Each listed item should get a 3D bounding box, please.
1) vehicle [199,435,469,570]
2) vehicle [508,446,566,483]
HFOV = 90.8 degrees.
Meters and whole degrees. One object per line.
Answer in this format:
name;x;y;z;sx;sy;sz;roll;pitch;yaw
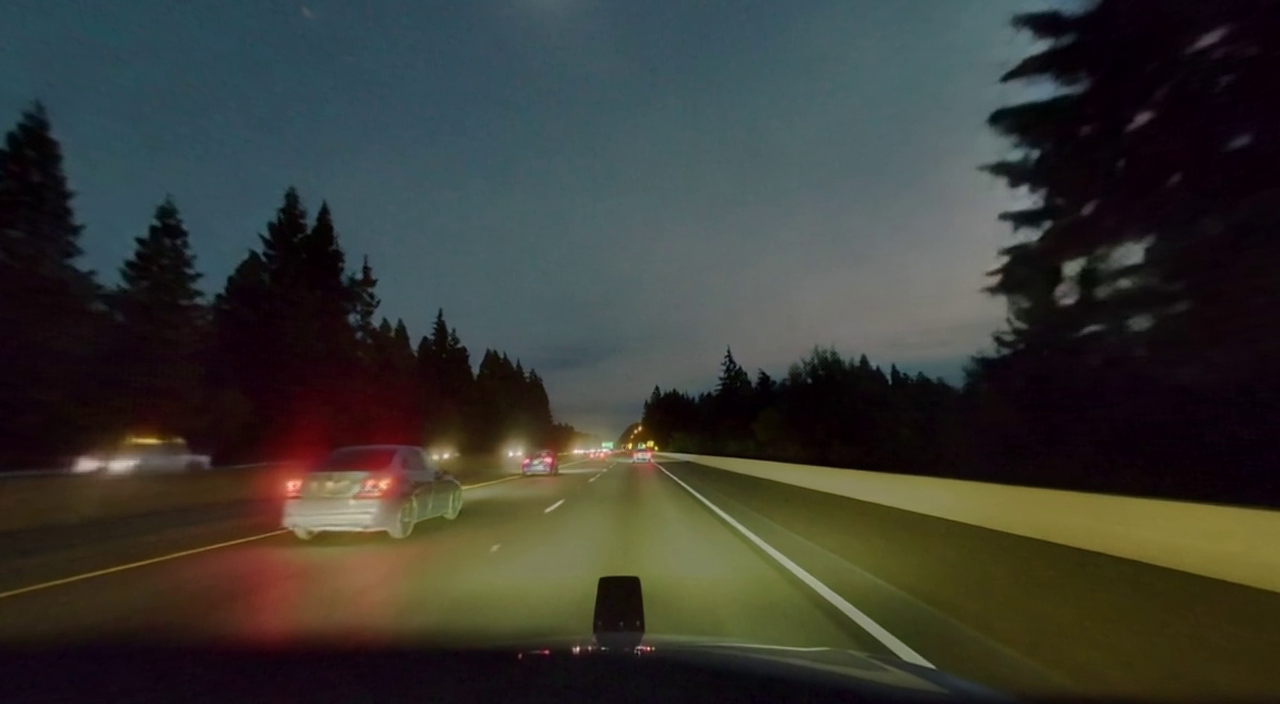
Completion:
vehicle;-3.959;1.984;9.050;1.897;1.481;3.859;0;-9;0
vehicle;-4.542;5.010;28.383;1.838;1.508;4.317;0;-9;0
